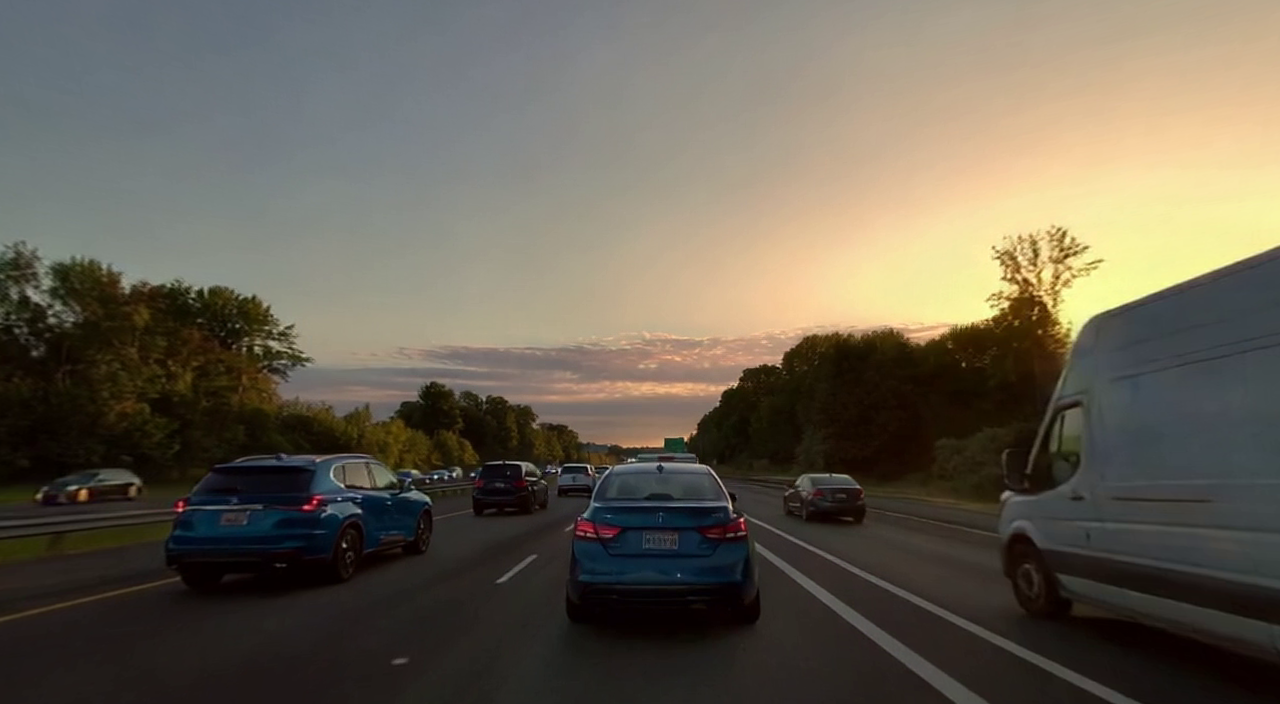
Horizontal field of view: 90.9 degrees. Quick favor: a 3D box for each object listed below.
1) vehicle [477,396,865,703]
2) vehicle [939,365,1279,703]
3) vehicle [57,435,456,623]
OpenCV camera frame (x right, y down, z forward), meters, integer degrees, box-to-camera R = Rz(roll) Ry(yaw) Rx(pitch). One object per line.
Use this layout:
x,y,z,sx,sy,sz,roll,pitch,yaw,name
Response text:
0.135,1.495,5.499,2.057,1.725,4.126,1,-11,-1,vehicle
4.426,1.333,4.984,1.984,1.876,4.287,1,-11,0,vehicle
-3.897,1.902,7.557,1.994,1.556,4.263,0,-11,1,vehicle
